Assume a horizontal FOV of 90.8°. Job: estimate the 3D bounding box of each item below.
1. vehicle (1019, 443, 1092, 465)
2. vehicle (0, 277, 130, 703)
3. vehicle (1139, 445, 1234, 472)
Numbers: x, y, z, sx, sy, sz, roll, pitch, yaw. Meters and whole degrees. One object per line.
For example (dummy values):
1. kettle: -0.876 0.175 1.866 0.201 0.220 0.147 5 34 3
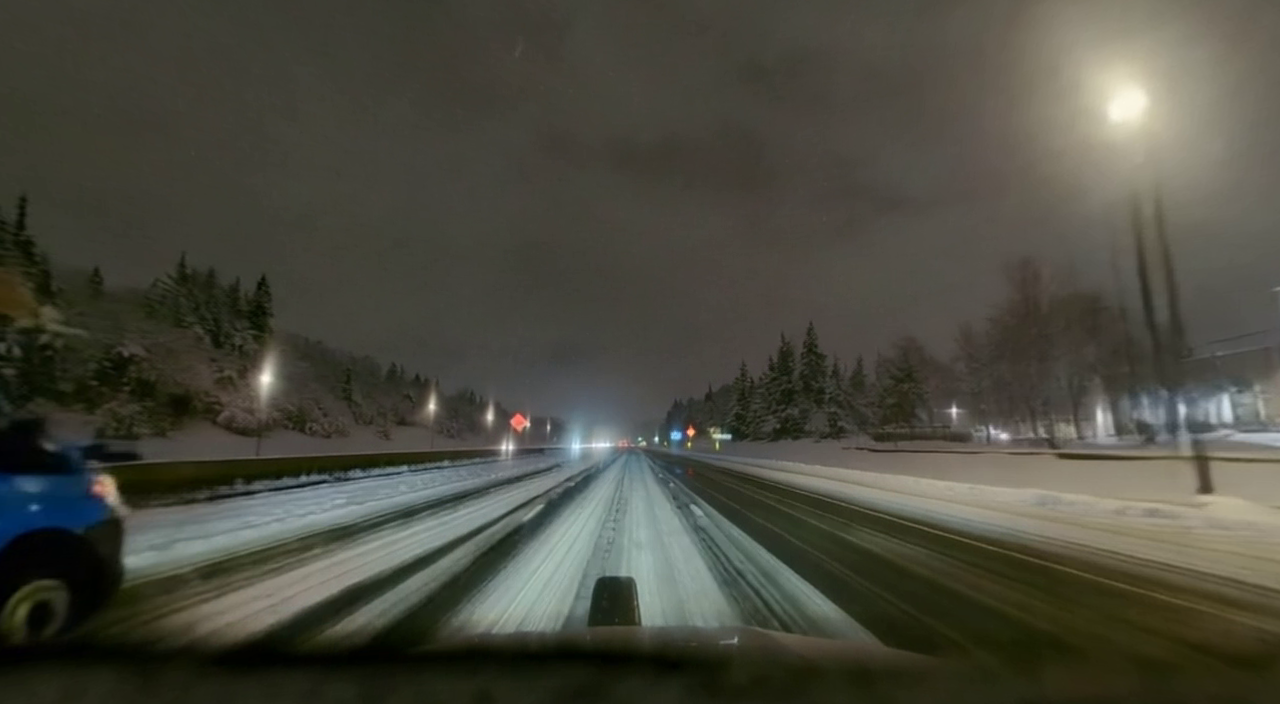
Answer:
1. vehicle: 29.638 7.282 45.094 3.810 1.500 1.922 0 -8 0
2. vehicle: -3.686 0.434 0.969 2.046 1.982 4.465 0 -9 -1
3. vehicle: 30.008 5.860 34.745 3.595 1.393 1.803 0 -8 -2
